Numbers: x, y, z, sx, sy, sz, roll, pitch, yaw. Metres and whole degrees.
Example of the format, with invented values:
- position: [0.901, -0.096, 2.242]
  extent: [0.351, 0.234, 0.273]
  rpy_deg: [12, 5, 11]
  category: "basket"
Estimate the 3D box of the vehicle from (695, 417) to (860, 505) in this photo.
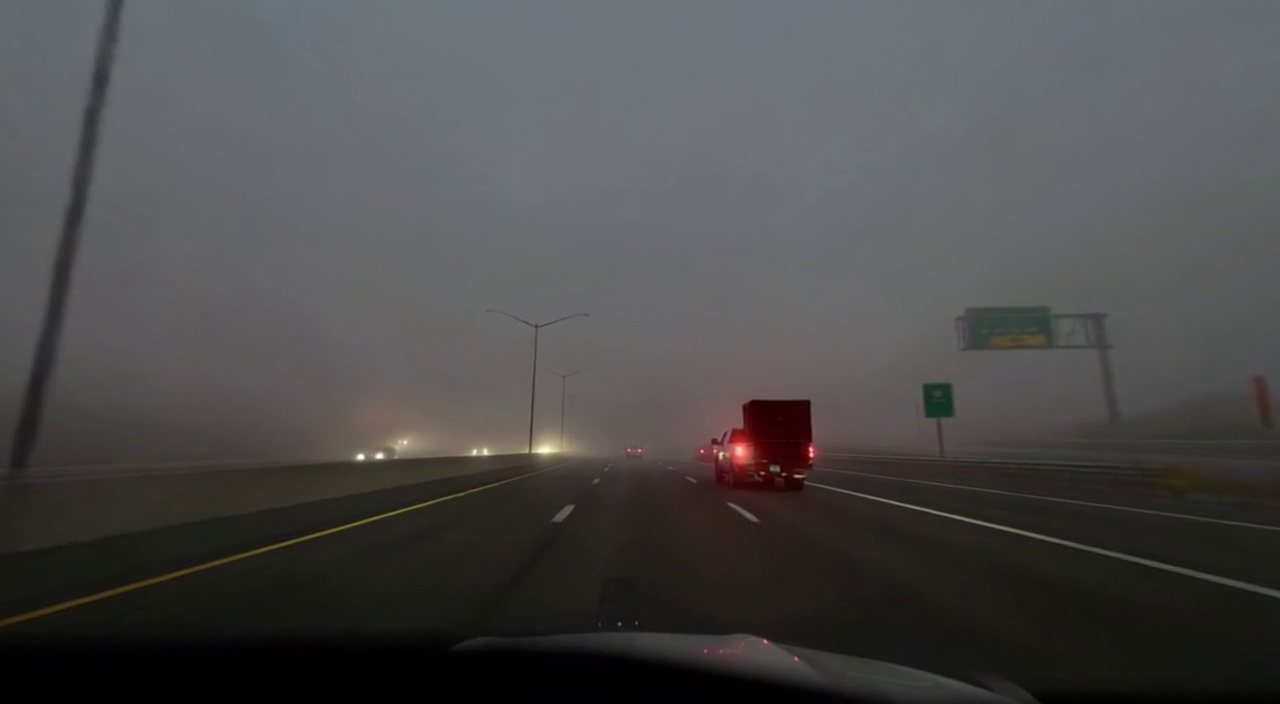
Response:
- position: [3.580, 3.142, 18.795]
  extent: [2.981, 2.053, 7.897]
  rpy_deg: [0, -9, -1]
  category: "vehicle"
